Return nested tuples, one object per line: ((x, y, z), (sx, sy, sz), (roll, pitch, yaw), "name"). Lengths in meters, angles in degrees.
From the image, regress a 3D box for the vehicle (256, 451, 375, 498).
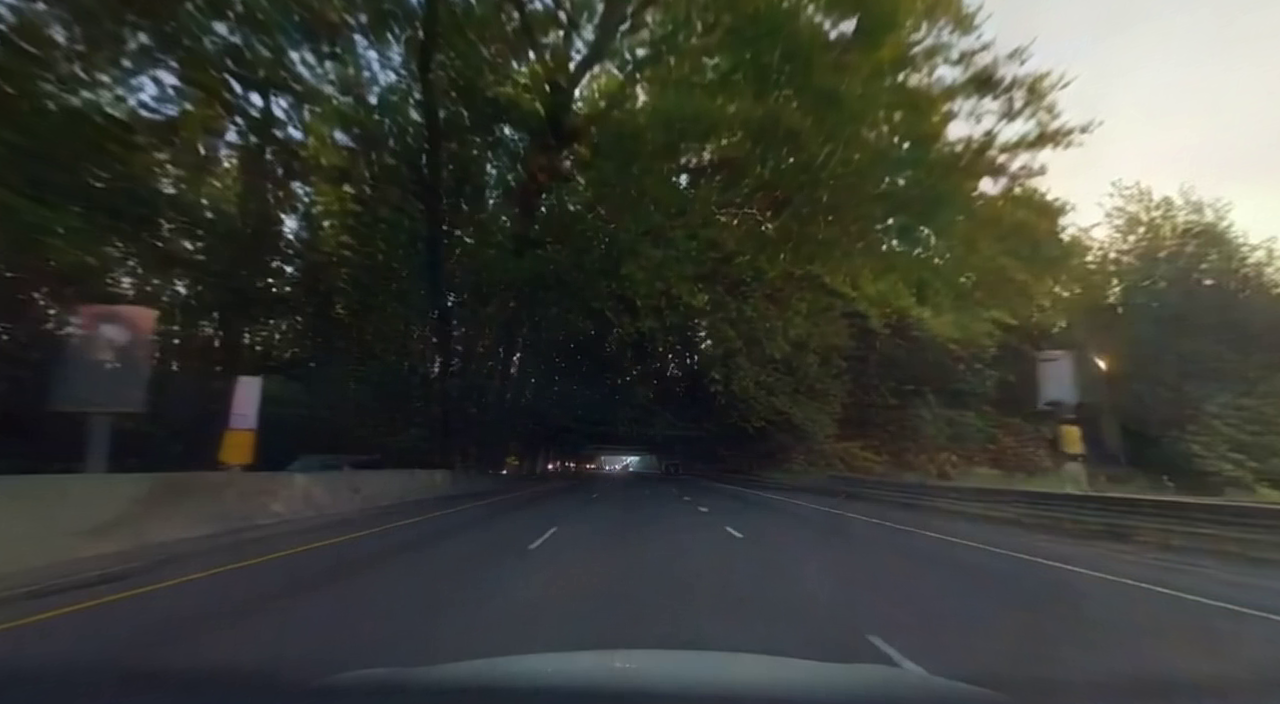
((-11.852, 4.533, 23.437), (1.958, 1.559, 4.565), (1, -10, 0), "vehicle")
